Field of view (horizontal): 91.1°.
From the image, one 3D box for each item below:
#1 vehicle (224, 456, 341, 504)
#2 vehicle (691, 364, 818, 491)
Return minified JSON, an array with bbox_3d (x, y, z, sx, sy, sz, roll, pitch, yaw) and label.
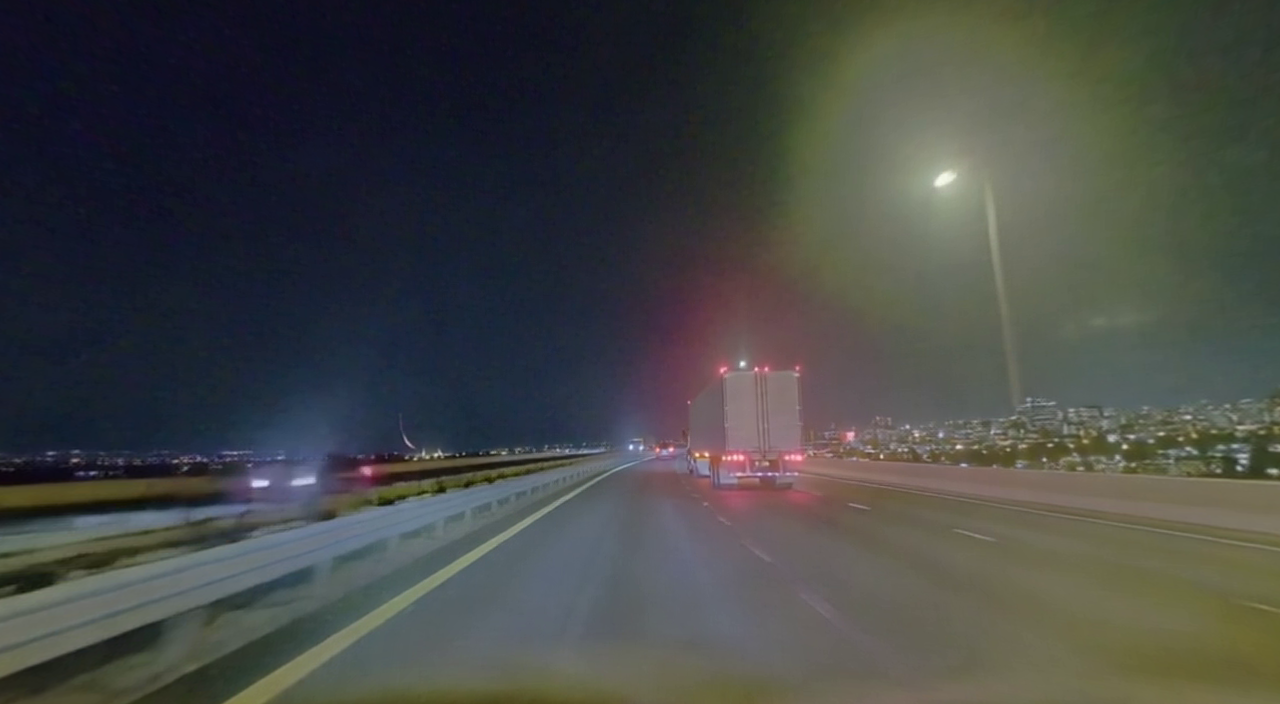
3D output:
[{"bbox_3d":[-12.275,4.388,21.859,1.859,1.465,3.636,0,-9,1],"label":"vehicle"},{"bbox_3d":[4.139,3.340,26.357,2.965,4.028,12.529,0,-9,0],"label":"vehicle"}]
